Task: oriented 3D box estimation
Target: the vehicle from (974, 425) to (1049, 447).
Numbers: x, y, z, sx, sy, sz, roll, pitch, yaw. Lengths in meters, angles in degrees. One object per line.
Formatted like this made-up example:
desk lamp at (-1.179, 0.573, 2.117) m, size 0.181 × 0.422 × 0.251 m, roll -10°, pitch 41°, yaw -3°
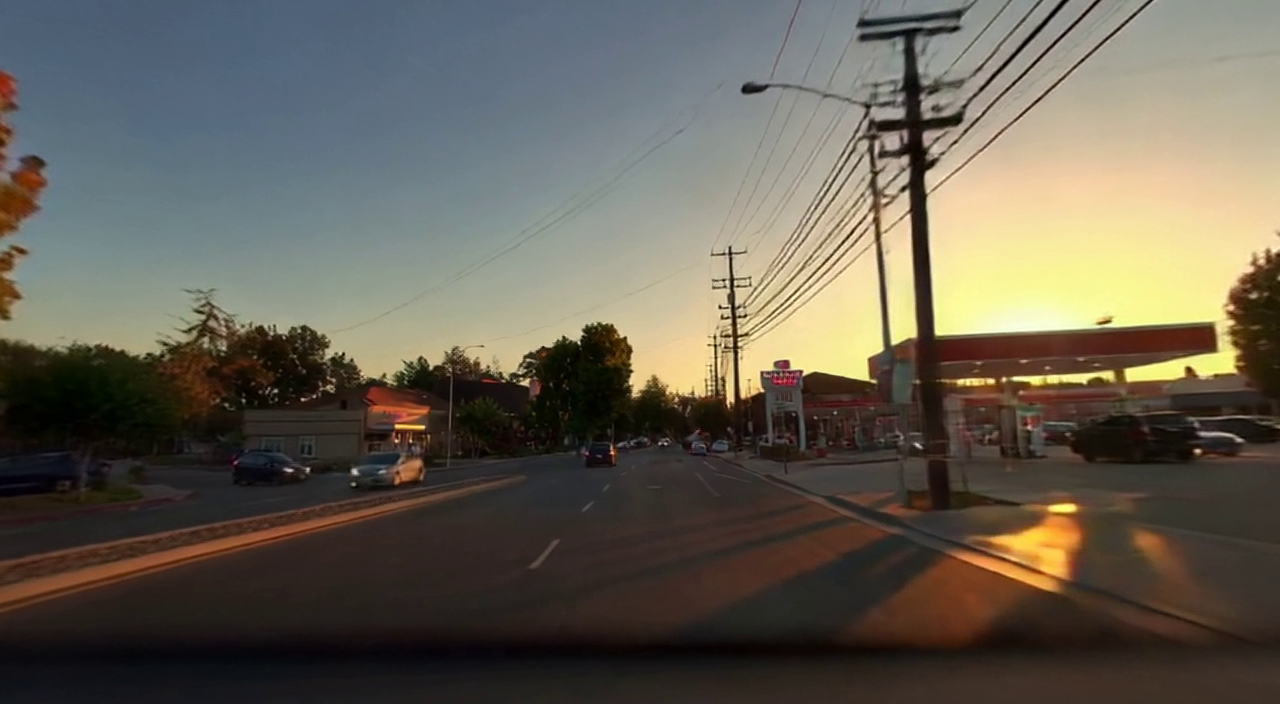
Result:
vehicle at (27.276, 6.247, 46.483) m, size 1.901 × 1.509 × 4.610 m, roll 2°, pitch -9°, yaw -15°

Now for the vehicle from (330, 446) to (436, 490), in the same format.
vehicle at (-9.881, 4.475, 24.770) m, size 2.021 × 1.480 × 4.800 m, roll -1°, pitch -8°, yaw 2°

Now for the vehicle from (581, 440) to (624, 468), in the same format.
vehicle at (-2.122, 5.885, 36.569) m, size 2.073 × 1.525 × 3.968 m, roll -1°, pitch -8°, yaw 2°

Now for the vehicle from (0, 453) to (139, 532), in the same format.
vehicle at (-13.864, 3.008, 13.706) m, size 2.091 × 1.538 × 4.451 m, roll -1°, pitch -8°, yaw 4°

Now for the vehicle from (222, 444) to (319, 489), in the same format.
vehicle at (-19.515, 5.954, 33.209) m, size 5.575 × 2.142 × 1.996 m, roll -6°, pitch -10°, yaw 33°

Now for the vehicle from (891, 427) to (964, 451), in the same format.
vehicle at (21.370, 6.538, 47.149) m, size 1.908 × 1.474 × 4.885 m, roll 0°, pitch -10°, yaw -22°

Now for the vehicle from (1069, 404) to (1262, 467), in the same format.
vehicle at (18.660, 2.993, 22.798) m, size 2.020 × 1.972 × 4.983 m, roll 2°, pitch -7°, yaw -15°
